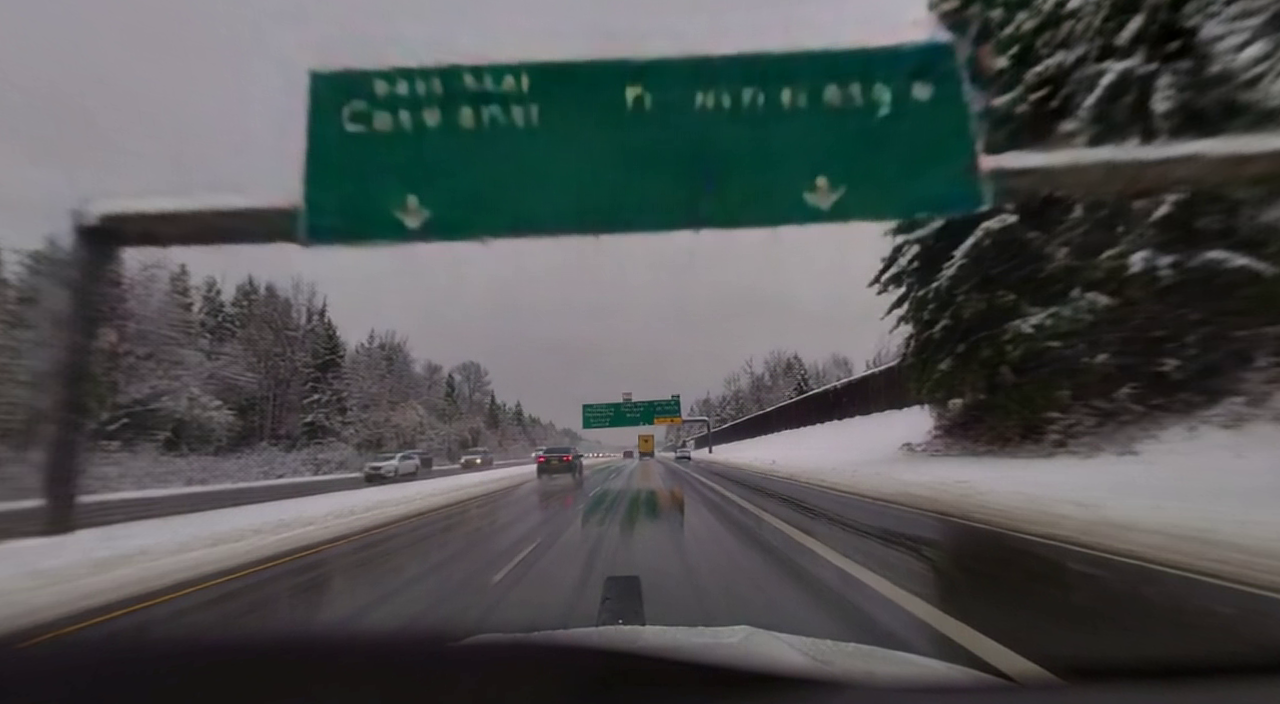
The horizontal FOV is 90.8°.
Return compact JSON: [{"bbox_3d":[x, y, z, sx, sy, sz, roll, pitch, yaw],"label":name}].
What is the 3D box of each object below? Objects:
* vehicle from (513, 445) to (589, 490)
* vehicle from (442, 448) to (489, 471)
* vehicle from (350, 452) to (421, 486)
[{"bbox_3d":[-3.145,4.185,23.251,2.020,1.475,4.434,0,-9,2],"label":"vehicle"},{"bbox_3d":[-12.043,7.436,43.856,1.936,1.525,4.548,0,-9,1],"label":"vehicle"},{"bbox_3d":[-11.819,5.426,29.548,1.738,1.417,3.669,0,-9,1],"label":"vehicle"}]
